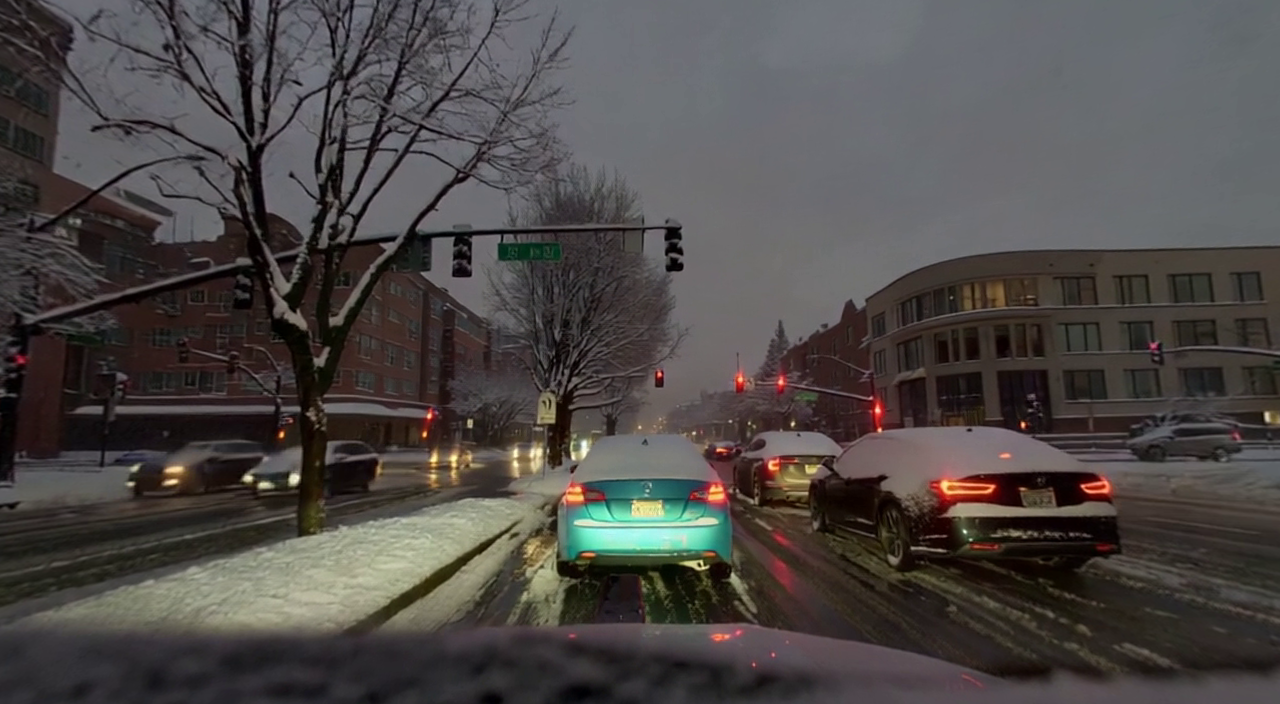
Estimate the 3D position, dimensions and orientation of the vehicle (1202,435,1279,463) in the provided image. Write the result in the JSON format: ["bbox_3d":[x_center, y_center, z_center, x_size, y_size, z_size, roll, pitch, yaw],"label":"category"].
[{"bbox_3d":[35.225,5.535,36.156,4.190,1.535,1.998,0,-9,-1],"label":"vehicle"}]

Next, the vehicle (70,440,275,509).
[{"bbox_3d":[-12.732,3.329,17.734,2.166,1.659,4.654,0,-9,0],"label":"vehicle"}]

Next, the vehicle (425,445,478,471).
[{"bbox_3d":[-11.705,6.598,39.539,1.922,1.466,4.422,0,-9,1],"label":"vehicle"}]

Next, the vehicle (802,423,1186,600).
[{"bbox_3d":[3.621,1.713,7.735,2.018,1.491,4.544,0,-9,-1],"label":"vehicle"}]

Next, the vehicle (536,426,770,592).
[{"bbox_3d":[0.095,1.717,7.731,2.087,1.468,4.014,0,-9,-1],"label":"vehicle"}]

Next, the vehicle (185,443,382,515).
[{"bbox_3d":[-8.393,3.007,15.522,2.090,1.475,4.616,0,-9,1],"label":"vehicle"}]
